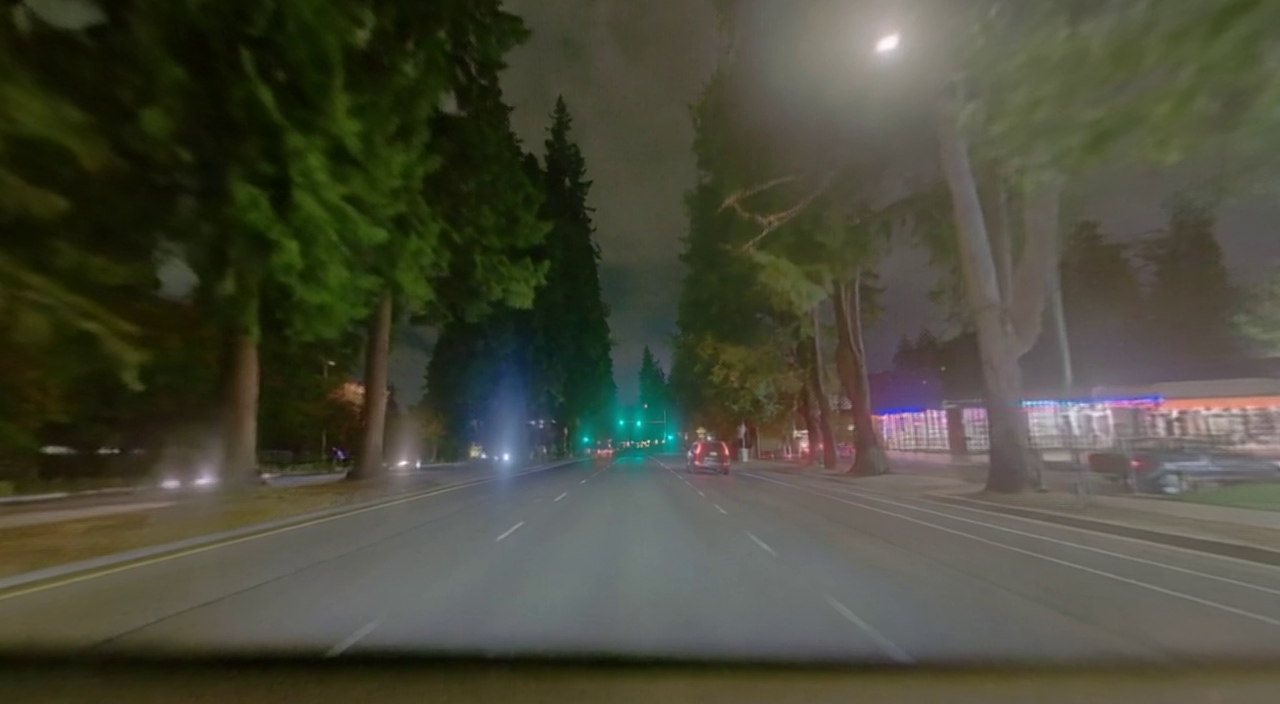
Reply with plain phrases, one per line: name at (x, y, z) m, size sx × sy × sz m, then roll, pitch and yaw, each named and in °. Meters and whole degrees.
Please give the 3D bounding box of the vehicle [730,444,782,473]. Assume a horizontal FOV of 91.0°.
vehicle at (6.571, 6.050, 36.158) m, size 1.948 × 1.526 × 4.641 m, roll 0°, pitch -8°, yaw -2°

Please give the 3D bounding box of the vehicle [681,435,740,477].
vehicle at (3.113, 4.718, 28.770) m, size 2.083 × 1.743 × 4.354 m, roll 0°, pitch -8°, yaw -1°

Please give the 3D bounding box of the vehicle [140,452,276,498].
vehicle at (-15.832, 4.501, 23.413) m, size 1.971 × 1.475 × 4.318 m, roll 0°, pitch -8°, yaw 0°
